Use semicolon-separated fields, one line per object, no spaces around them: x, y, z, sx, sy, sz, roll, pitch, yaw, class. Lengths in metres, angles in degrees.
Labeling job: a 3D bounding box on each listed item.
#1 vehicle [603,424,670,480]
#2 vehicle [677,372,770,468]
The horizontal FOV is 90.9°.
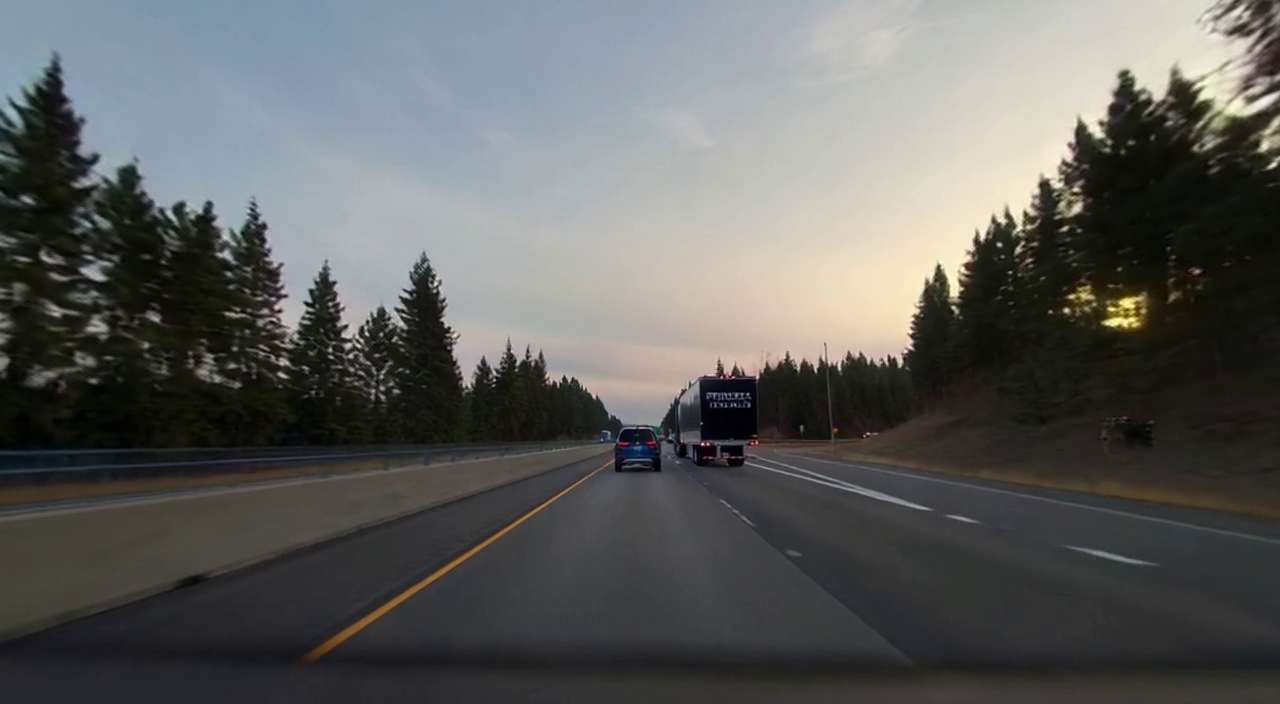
-0.131;3.654;23.240;2.222;1.848;4.610;0;-8;0;vehicle
4.107;4.134;35.695;2.899;4.160;16.621;0;-8;0;vehicle
